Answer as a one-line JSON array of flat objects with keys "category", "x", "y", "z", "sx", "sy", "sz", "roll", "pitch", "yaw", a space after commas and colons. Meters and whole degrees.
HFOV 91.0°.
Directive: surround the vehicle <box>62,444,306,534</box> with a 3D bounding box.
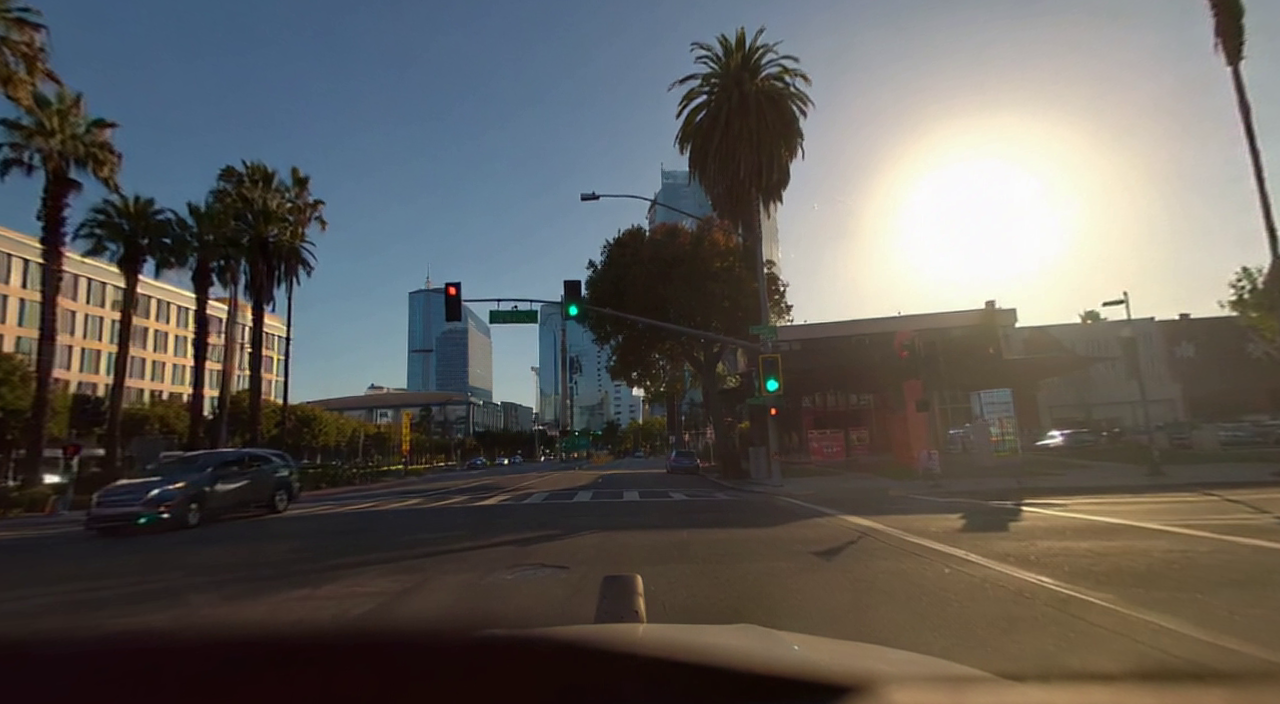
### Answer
[{"category": "vehicle", "x": -10.706, "y": 3.194, "z": 15.449, "sx": 2.270, "sy": 1.833, "sz": 4.860, "roll": 0, "pitch": -9, "yaw": 1}]
